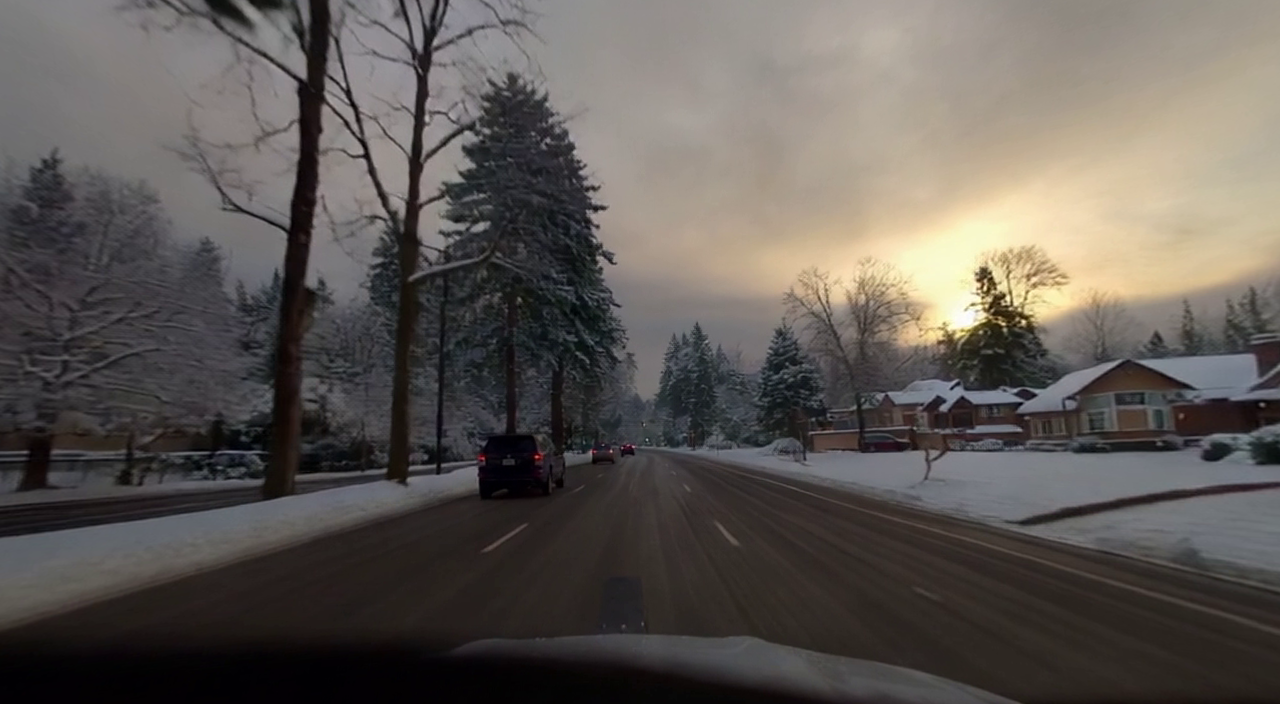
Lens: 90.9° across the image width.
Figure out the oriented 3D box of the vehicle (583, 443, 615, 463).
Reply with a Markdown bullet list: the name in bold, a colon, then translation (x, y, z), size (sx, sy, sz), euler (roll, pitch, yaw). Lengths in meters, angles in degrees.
- **vehicle**: translation (-3.030, 7.610, 47.614), size (2.021, 1.466, 4.330), euler (0, -8, 1)

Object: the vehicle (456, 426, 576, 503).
- **vehicle**: translation (-2.987, 2.845, 16.333), size (2.058, 1.671, 4.704), euler (0, -8, 1)
